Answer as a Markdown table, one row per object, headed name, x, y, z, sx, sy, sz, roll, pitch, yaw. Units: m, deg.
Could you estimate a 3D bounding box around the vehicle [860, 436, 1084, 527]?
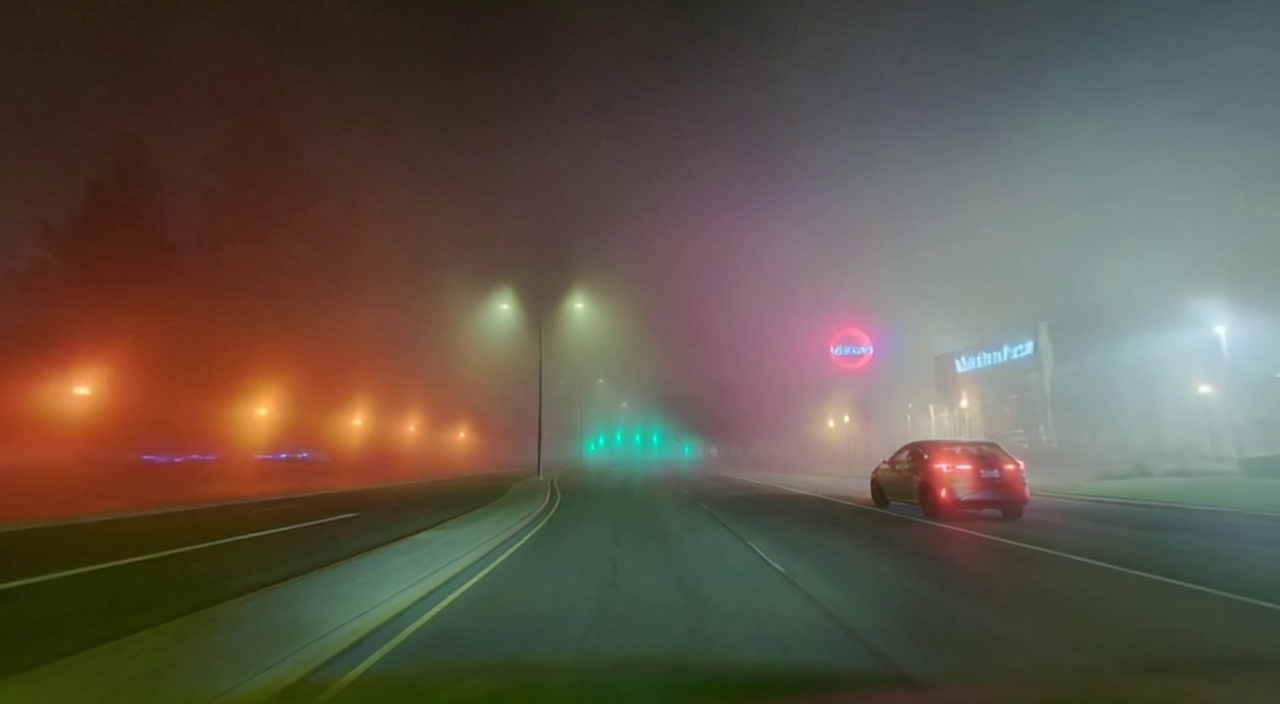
| name | x | y | z | sx | sy | sz | roll | pitch | yaw |
| --- | --- | --- | --- | --- | --- | --- | --- | --- | --- |
| vehicle | 6.413 | 2.534 | 13.014 | 1.913 | 1.504 | 4.738 | 0 | -9 | -2 |
